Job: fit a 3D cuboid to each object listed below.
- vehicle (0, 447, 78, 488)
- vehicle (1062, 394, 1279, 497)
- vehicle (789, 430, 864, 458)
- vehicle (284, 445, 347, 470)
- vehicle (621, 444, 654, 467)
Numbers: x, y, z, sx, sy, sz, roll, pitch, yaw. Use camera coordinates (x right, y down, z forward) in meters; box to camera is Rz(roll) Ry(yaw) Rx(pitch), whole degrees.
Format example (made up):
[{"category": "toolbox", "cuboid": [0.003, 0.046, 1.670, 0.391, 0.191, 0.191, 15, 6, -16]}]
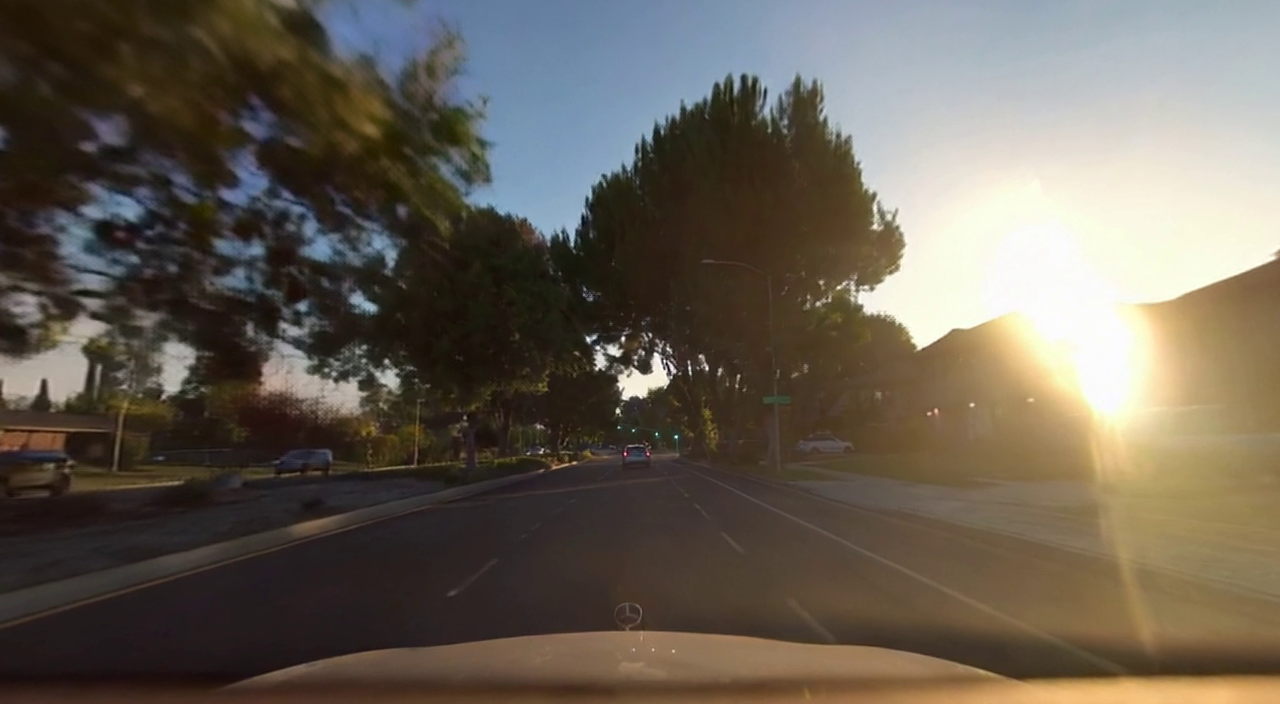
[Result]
[{"category": "vehicle", "cuboid": [-24.130, 4.378, 23.990, 1.892, 1.455, 3.564, 0, -8, 1]}, {"category": "vehicle", "cuboid": [12.243, 1.985, 13.373, 4.923, 2.019, 1.985, 0, -9, 2]}, {"category": "vehicle", "cuboid": [13.375, 6.630, 45.333, 4.739, 1.918, 2.071, 0, -8, 2]}, {"category": "vehicle", "cuboid": [-19.673, 6.387, 38.198, 1.836, 1.456, 3.647, 0, -8, 0]}, {"category": "vehicle", "cuboid": [-0.177, 6.710, 40.912, 2.054, 1.456, 4.003, 0, -8, 0]}]
